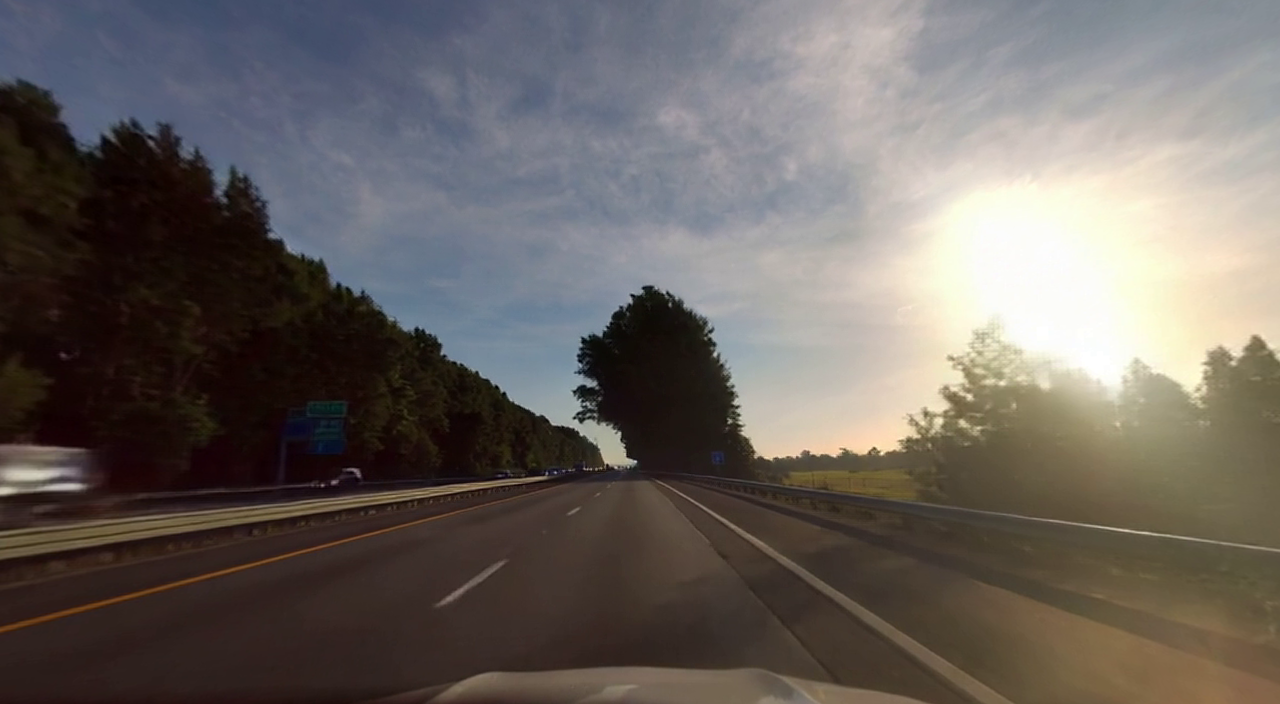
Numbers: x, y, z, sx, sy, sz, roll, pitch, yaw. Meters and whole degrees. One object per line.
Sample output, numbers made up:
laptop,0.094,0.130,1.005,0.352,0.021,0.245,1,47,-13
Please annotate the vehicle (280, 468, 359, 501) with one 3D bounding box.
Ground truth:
vehicle,-17.061,7.072,33.795,2.059,1.605,4.041,1,-10,0
